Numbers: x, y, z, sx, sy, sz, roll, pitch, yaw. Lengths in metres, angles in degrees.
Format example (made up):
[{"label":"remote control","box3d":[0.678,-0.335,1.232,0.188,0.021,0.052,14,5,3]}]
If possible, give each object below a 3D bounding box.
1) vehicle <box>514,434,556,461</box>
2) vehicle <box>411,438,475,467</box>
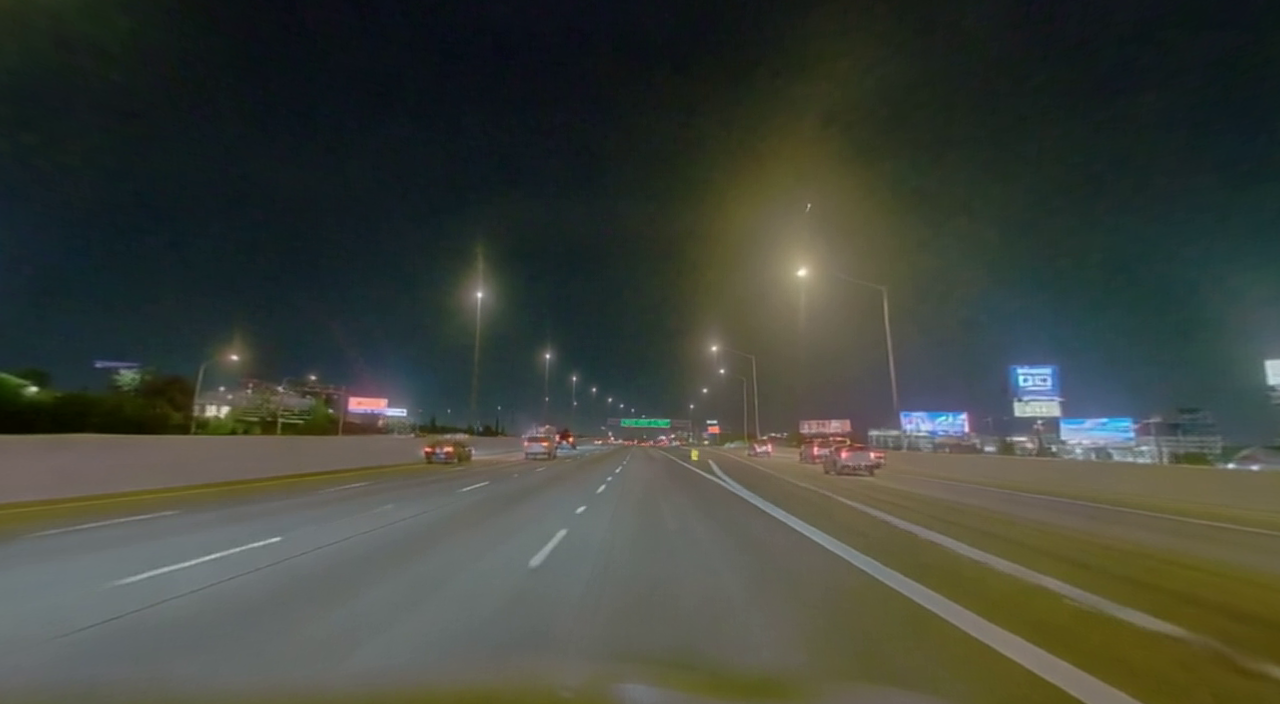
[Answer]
[{"label":"vehicle","box3d":[-6.741,6.154,40.704,1.979,1.646,4.096,0,-7,0]},{"label":"vehicle","box3d":[-10.289,5.251,33.168,1.976,1.413,4.088,0,-7,1]}]
